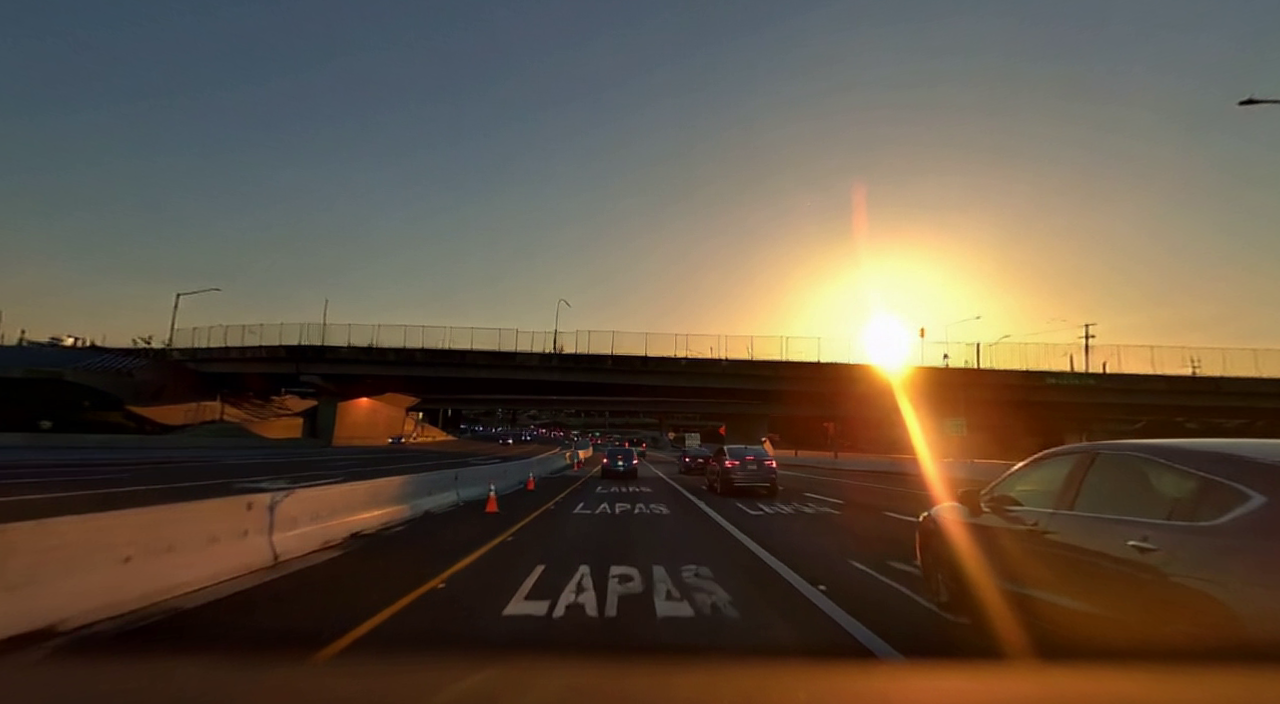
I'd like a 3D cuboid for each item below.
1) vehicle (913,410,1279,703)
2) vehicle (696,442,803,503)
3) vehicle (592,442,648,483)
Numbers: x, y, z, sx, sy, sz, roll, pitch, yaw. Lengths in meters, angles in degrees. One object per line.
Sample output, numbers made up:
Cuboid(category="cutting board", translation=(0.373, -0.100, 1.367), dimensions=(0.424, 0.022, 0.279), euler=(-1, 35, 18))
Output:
Cuboid(category="vehicle", translation=(3.233, 1.041, 2.906), dimensions=(1.996, 1.455, 4.281), euler=(0, -9, -1))
Cuboid(category="vehicle", translation=(2.831, 3.232, 17.449), dimensions=(2.042, 1.460, 4.451), euler=(0, -9, -2))
Cuboid(category="vehicle", translation=(-0.773, 4.399, 25.426), dimensions=(2.069, 1.470, 4.004), euler=(0, -9, -1))
